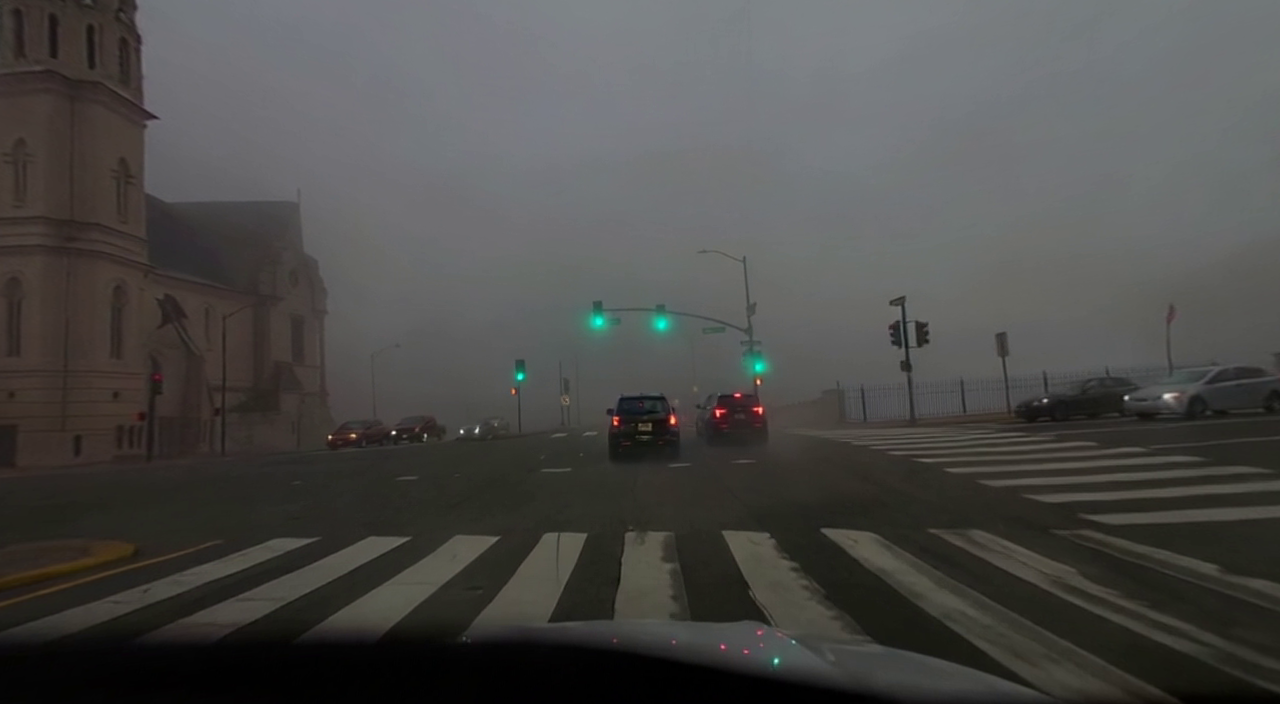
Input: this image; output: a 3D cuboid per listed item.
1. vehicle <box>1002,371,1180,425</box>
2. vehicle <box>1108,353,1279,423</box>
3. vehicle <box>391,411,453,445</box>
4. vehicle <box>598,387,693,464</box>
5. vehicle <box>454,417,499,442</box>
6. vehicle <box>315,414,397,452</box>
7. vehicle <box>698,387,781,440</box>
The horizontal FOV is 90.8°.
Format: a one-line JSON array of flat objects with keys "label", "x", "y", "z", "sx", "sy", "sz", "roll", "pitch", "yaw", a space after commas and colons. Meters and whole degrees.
[{"label": "vehicle", "x": 15.344, "y": 1.588, "z": 21.678, "sx": 4.488, "sy": 1.475, "sz": 2.083, "roll": -4, "pitch": -5, "yaw": -2}, {"label": "vehicle", "x": 17.091, "y": 1.087, "z": 18.828, "sx": 4.512, "sy": 1.734, "sz": 2.143, "roll": -4, "pitch": -7, "yaw": -2}, {"label": "vehicle", "x": -12.396, "y": 4.389, "z": 36.231, "sx": 2.069, "sy": 1.790, "sz": 4.358, "roll": 1, "pitch": -8, "yaw": -1}, {"label": "vehicle", "x": 0.034, "y": 1.848, "z": 16.611, "sx": 2.168, "sy": 1.776, "sz": 4.135, "roll": 0, "pitch": -4, "yaw": -3}, {"label": "vehicle", "x": -11.991, "y": 5.760, "z": 46.651, "sx": 2.170, "sy": 1.746, "sz": 4.565, "roll": 0, "pitch": -8, "yaw": -1}, {"label": "vehicle", "x": -15.339, "y": 4.448, "z": 34.526, "sx": 1.969, "sy": 1.896, "sz": 5.404, "roll": 1, "pitch": -8, "yaw": -1}, {"label": "vehicle", "x": 3.457, "y": 2.255, "z": 22.955, "sx": 2.080, "sy": 1.735, "sz": 4.650, "roll": 0, "pitch": -6, "yaw": -3}]
